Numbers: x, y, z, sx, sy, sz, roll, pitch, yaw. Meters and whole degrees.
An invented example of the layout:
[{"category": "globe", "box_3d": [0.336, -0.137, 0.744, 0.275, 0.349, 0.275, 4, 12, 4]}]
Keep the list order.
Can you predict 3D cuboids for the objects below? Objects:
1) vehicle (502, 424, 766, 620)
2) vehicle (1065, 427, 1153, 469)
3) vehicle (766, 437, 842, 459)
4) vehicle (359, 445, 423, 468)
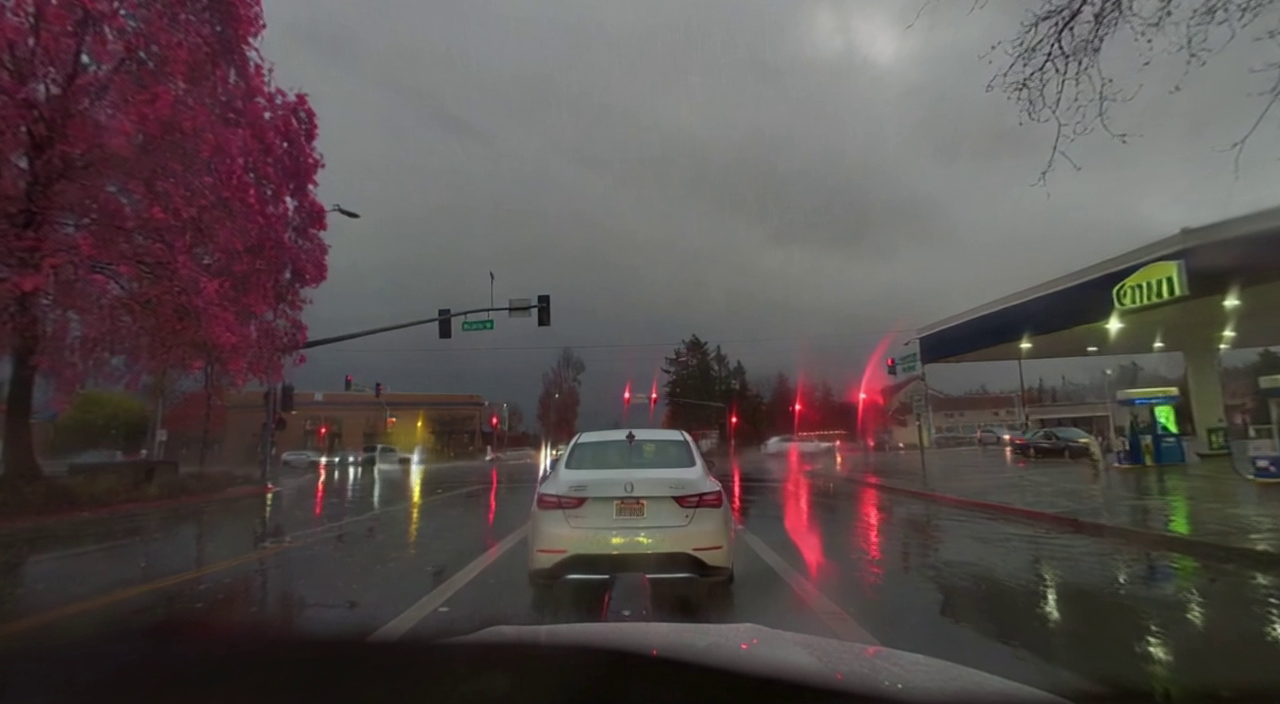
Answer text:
[{"category": "vehicle", "box_3d": [-0.050, 1.601, 6.911, 2.010, 1.482, 4.057, 0, -8, 0]}, {"category": "vehicle", "box_3d": [18.581, 3.764, 24.909, 4.091, 1.495, 2.053, 8, -12, -44]}, {"category": "vehicle", "box_3d": [11.350, 6.718, 43.992, 4.813, 1.455, 1.889, -1, -8, 4]}, {"category": "vehicle", "box_3d": [-18.219, 7.651, 46.184, 3.975, 1.563, 1.755, -1, -8, 5]}]
